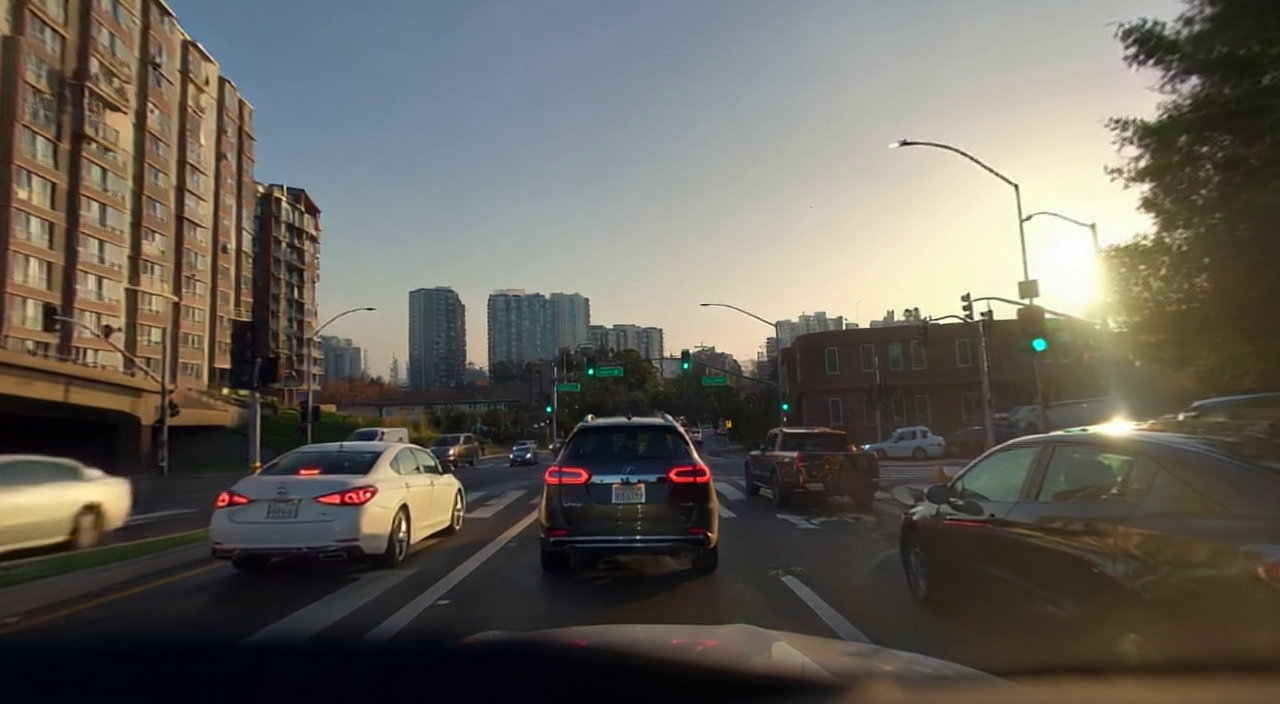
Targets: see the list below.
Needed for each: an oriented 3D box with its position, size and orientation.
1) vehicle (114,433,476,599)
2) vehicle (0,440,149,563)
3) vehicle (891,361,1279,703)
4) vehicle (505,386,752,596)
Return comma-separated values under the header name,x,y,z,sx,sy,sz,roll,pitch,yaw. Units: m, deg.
name,x,y,z,sx,sy,sz,roll,pitch,yaw
vehicle,-3.780,1.845,8.208,2.055,1.488,4.733,0,-8,0
vehicle,-8.810,1.874,8.012,1.927,1.489,4.084,0,-8,-2
vehicle,3.177,1.006,3.374,1.906,1.608,4.137,0,-8,-1
vehicle,-0.123,1.620,8.399,2.206,1.858,5.332,0,-8,0
